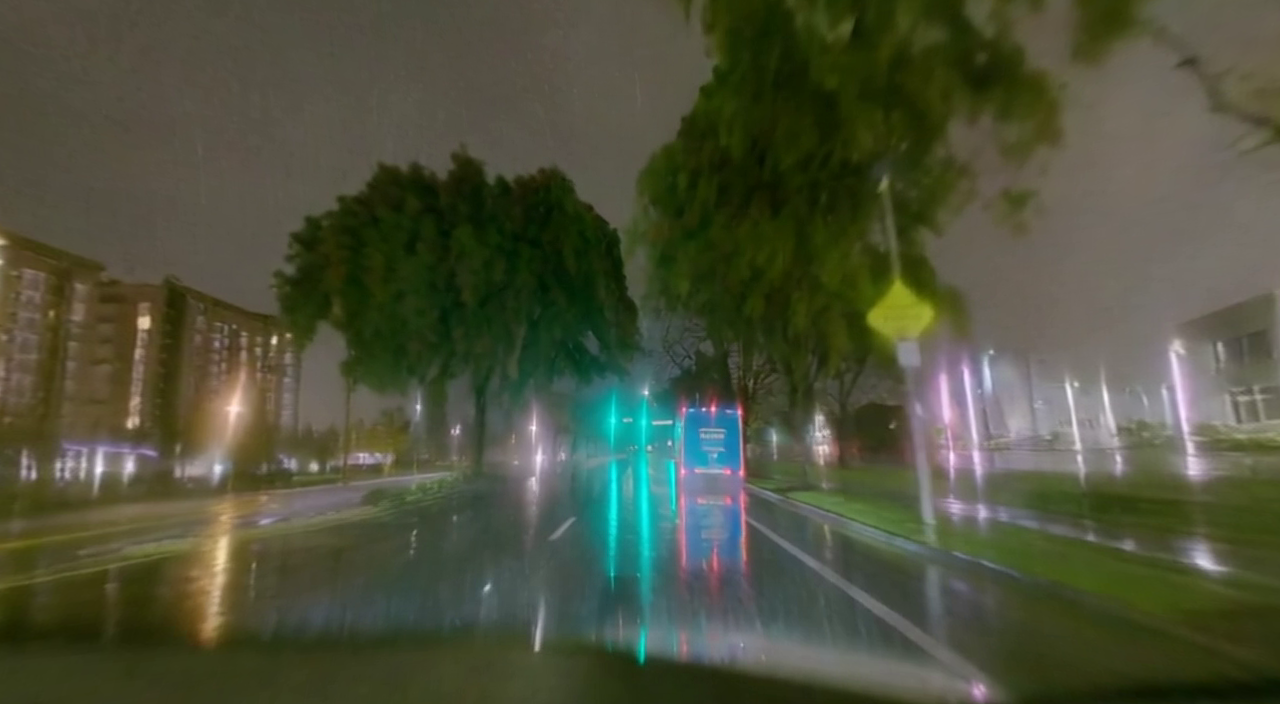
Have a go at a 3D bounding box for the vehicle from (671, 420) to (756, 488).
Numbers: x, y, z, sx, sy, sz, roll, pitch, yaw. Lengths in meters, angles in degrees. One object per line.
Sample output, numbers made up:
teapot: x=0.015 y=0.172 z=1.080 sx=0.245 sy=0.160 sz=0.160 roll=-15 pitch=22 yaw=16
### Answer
vehicle: x=2.567 y=3.770 z=23.477 sx=2.514 sy=2.218 sz=5.013 roll=0 pitch=-9 yaw=0
